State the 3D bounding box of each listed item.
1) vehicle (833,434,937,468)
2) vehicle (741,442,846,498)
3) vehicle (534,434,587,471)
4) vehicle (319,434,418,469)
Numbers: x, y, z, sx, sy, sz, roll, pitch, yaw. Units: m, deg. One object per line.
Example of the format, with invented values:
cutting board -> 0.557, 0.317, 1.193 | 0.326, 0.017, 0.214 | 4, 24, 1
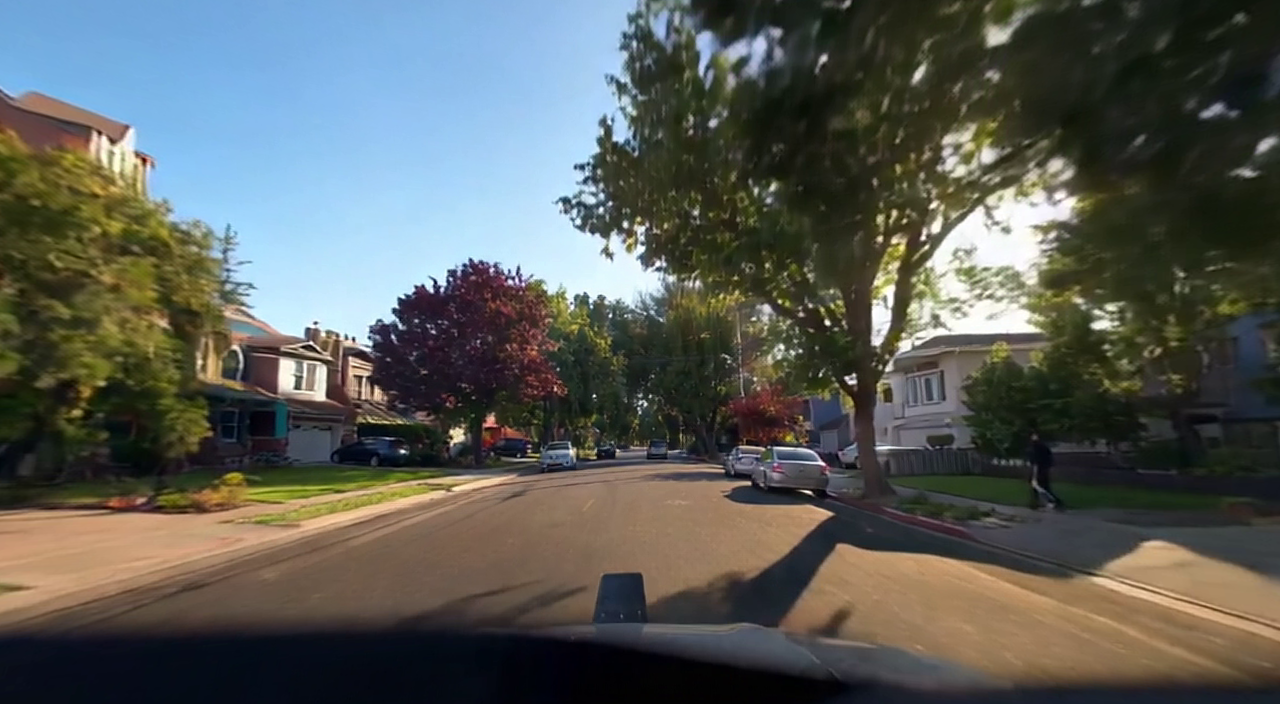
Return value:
vehicle -> 12.636, 5.129, 32.807 | 4.583, 1.709, 1.977 | -1, -8, 5
vehicle -> 4.425, 3.452, 18.964 | 2.031, 1.471, 4.328 | 0, -8, 0
vehicle -> -4.217, 5.400, 34.511 | 2.164, 1.810, 5.044 | 1, -7, 1
vehicle -> -13.910, 5.053, 32.305 | 4.702, 1.675, 1.984 | -4, -9, 26
